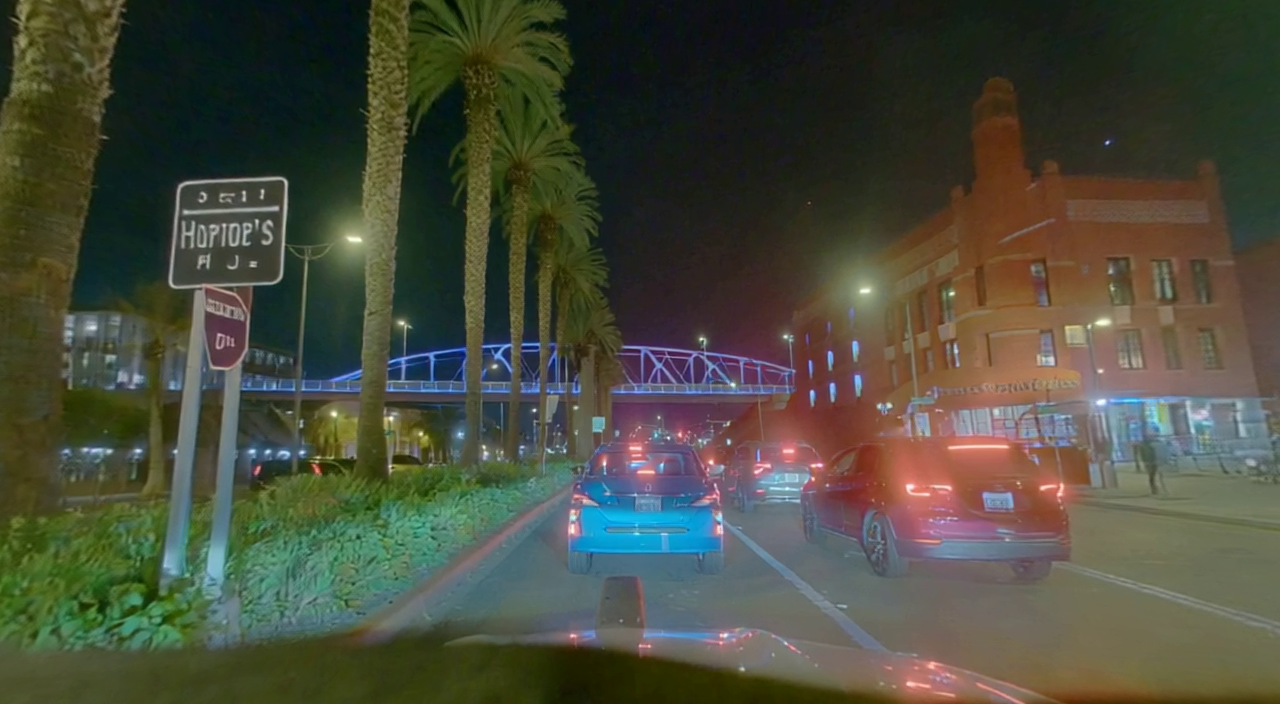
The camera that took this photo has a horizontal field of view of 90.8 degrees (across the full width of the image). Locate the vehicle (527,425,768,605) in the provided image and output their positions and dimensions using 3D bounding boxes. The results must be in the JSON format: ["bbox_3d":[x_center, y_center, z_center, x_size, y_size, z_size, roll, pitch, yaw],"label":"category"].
[{"bbox_3d":[0.058,1.670,7.289,2.048,1.503,3.681,0,-9,0],"label":"vehicle"}]

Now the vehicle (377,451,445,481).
[{"bbox_3d":[-14.962,7.472,41.678,2.104,1.802,4.852,-1,-9,8],"label":"vehicle"}]

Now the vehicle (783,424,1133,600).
[{"bbox_3d":[3.259,1.719,7.722,1.920,1.490,4.417,0,-9,-1],"label":"vehicle"}]
